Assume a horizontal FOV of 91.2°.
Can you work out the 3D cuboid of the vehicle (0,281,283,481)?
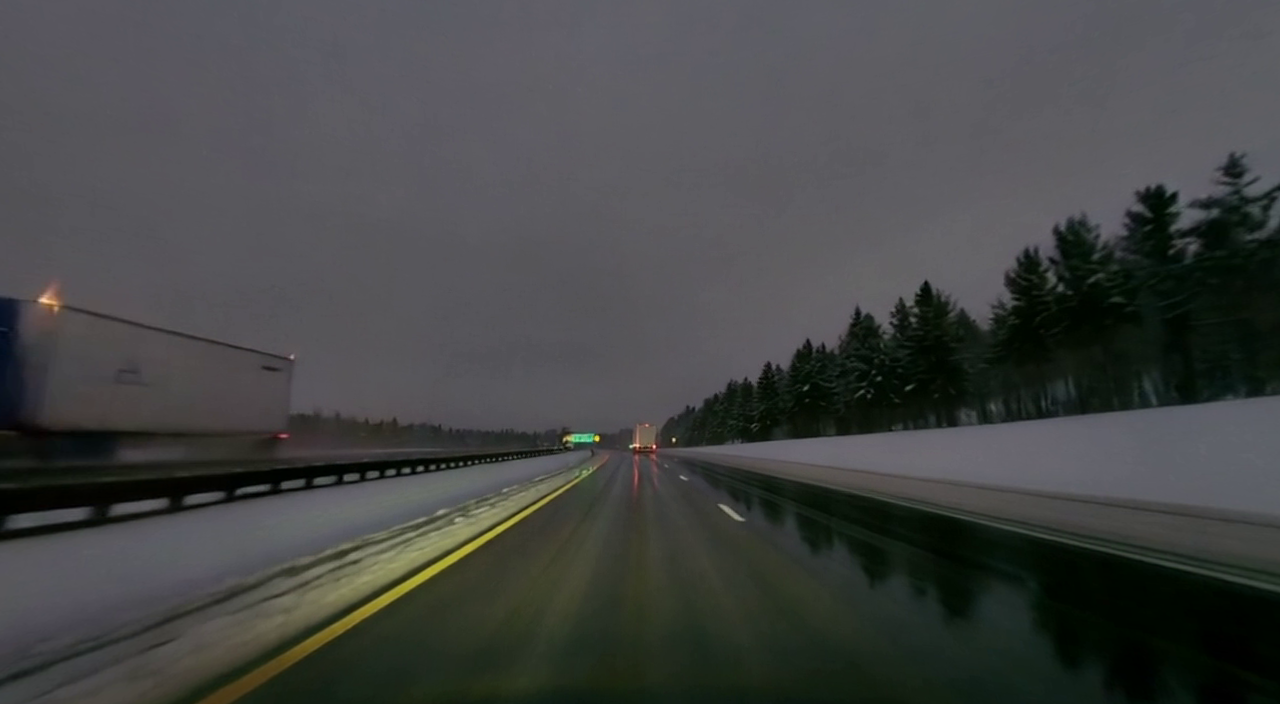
[{"bbox_3d":[-16.260,1.374,19.076,3.039,4.546,13.279,1,-9,-1],"label":"vehicle"}]
